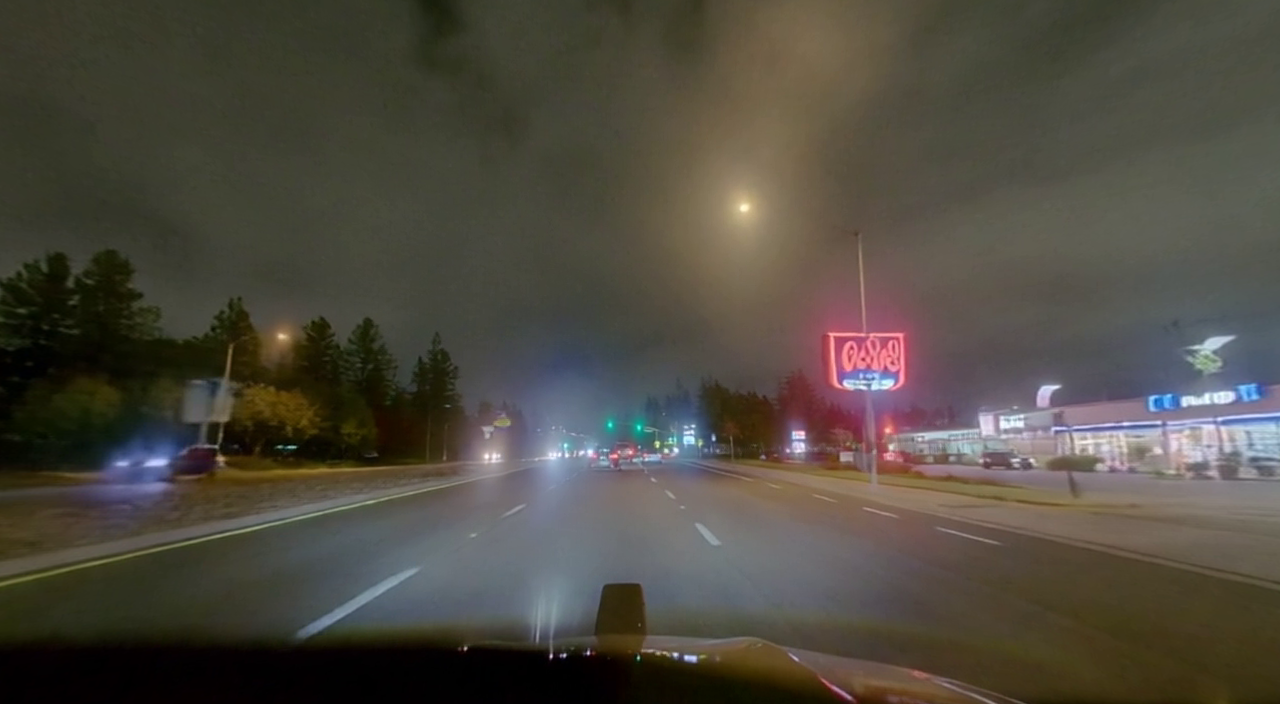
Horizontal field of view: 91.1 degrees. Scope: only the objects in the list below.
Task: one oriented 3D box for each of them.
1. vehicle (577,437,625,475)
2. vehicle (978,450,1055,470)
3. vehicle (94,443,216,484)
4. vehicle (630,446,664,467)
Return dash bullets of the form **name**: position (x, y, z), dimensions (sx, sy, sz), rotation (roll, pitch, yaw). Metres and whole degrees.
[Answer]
- **vehicle**: position (-2.057, 5.676, 34.524), dimensions (2.222, 1.899, 5.006), rotation (0, -9, 1)
- **vehicle**: position (27.379, 7.862, 45.700), dimensions (4.375, 1.400, 2.017), rotation (1, -9, -5)
- **vehicle**: position (-22.003, 5.047, 28.766), dimensions (2.039, 1.730, 4.559), rotation (1, -9, -2)
- **vehicle**: position (0.456, 7.806, 47.193), dimensions (2.113, 1.446, 4.309), rotation (1, -9, -6)
